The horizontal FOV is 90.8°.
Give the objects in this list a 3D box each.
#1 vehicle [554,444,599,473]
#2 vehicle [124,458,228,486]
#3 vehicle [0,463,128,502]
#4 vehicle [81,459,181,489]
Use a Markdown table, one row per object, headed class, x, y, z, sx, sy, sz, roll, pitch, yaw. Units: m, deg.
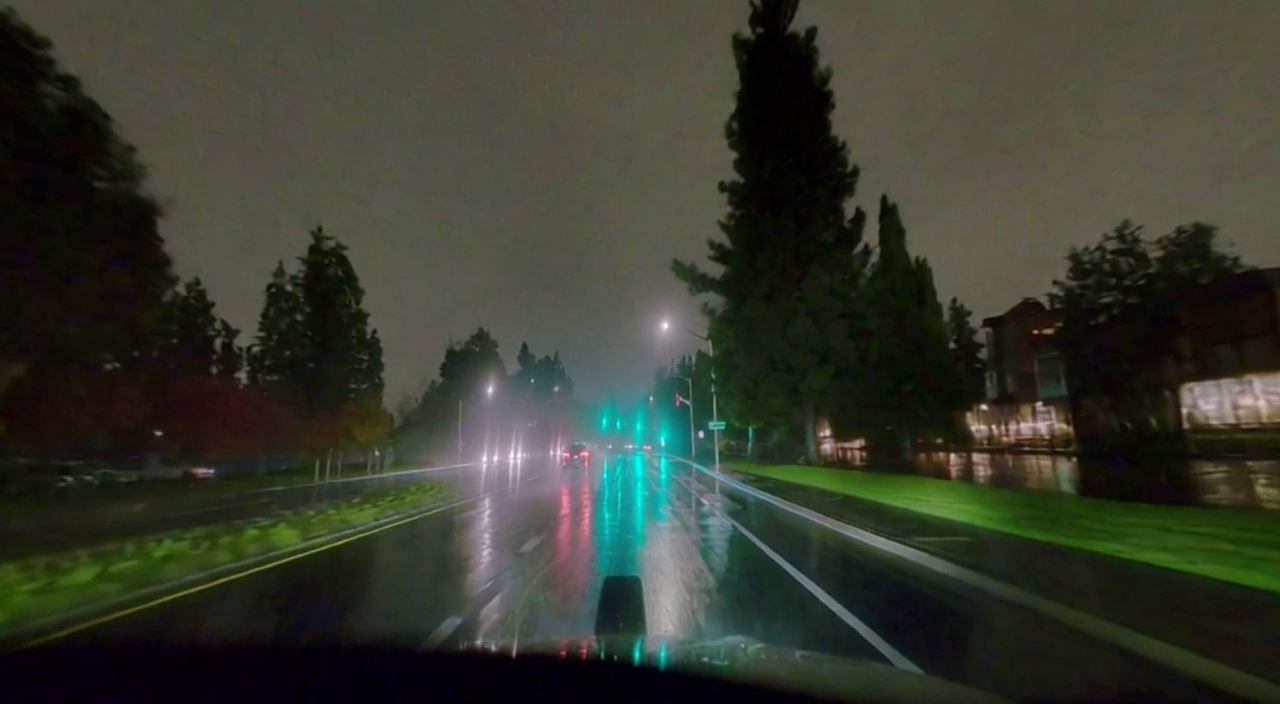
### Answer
| class | x | y | z | sx | sy | sz | roll | pitch | yaw |
| --- | --- | --- | --- | --- | --- | --- | --- | --- | --- |
| vehicle | -3.309 | 5.630 | 33.728 | 1.992 | 1.447 | 4.044 | 0 | -8 | 0 |
| vehicle | -27.502 | 7.095 | 37.569 | 4.560 | 1.541 | 2.051 | 0 | -8 | 1 |
| vehicle | -24.738 | 5.449 | 26.494 | 4.743 | 1.482 | 2.164 | -1 | -8 | 3 |
| vehicle | -27.588 | 6.602 | 34.319 | 3.641 | 1.519 | 2.003 | 0 | -8 | 0 |
